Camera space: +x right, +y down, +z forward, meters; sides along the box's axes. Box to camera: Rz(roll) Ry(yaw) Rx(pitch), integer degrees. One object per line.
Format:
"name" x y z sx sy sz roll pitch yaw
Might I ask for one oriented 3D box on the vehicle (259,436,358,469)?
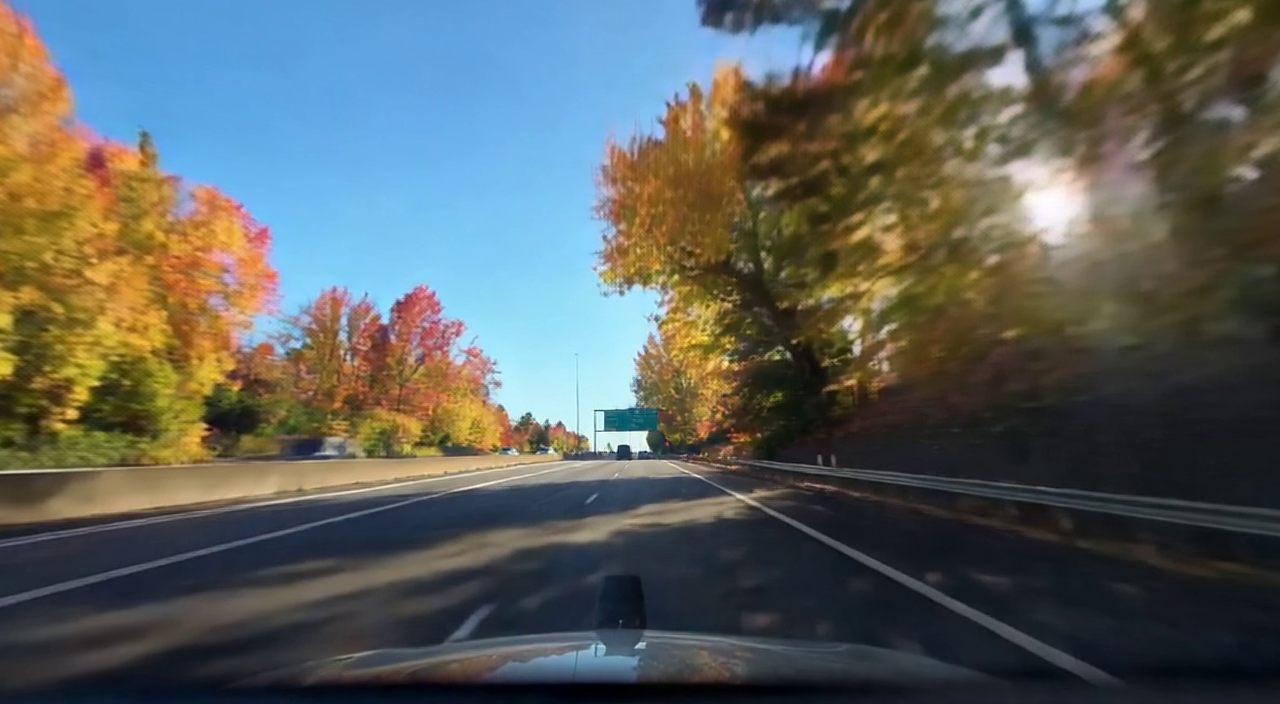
"vehicle" -15.283 4.665 29.175 2.467 1.373 3.927 0 -9 -1
